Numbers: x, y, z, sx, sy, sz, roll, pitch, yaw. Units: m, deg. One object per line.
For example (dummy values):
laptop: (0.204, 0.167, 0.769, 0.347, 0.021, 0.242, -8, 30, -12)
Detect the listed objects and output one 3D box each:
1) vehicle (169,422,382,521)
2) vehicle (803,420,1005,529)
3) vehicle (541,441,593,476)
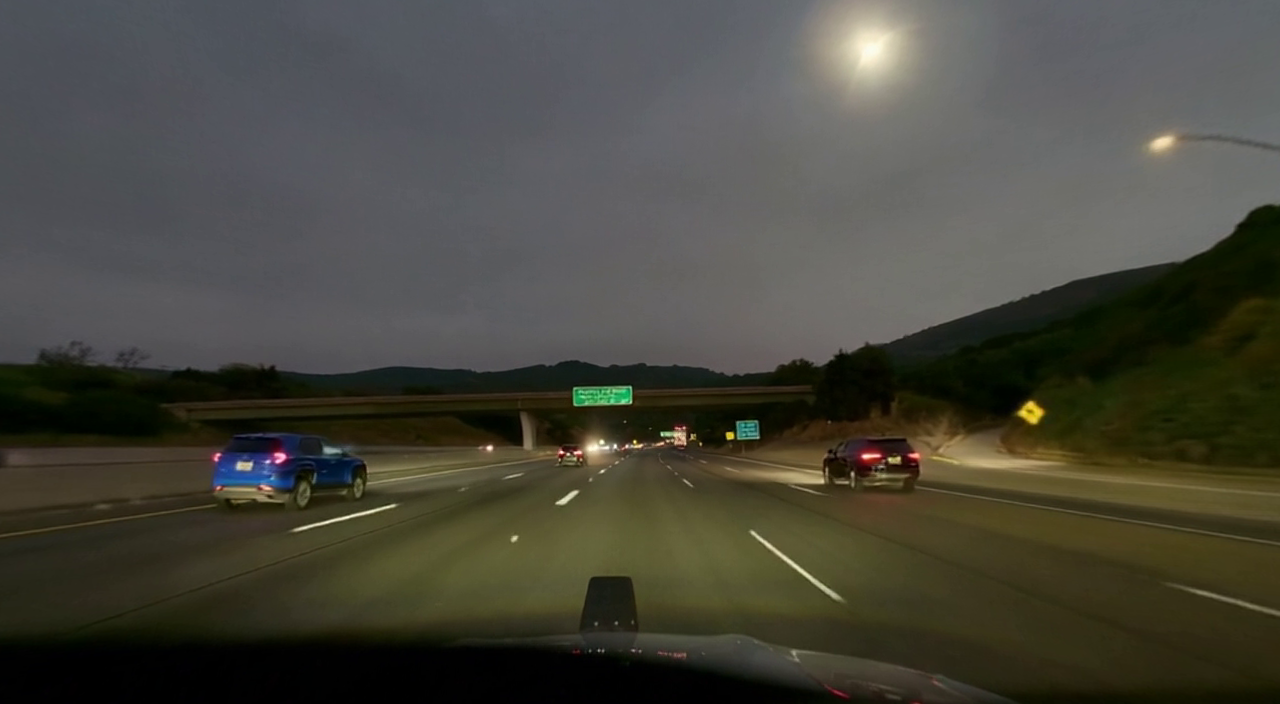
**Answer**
vehicle: (-7.130, 2.374, 12.994, 1.860, 1.694, 4.173, 0, -9, 0)
vehicle: (4.768, 2.284, 12.323, 1.950, 1.719, 4.545, 0, -9, 0)
vehicle: (-3.378, 5.055, 30.174, 1.925, 1.509, 4.363, 0, -9, 0)
